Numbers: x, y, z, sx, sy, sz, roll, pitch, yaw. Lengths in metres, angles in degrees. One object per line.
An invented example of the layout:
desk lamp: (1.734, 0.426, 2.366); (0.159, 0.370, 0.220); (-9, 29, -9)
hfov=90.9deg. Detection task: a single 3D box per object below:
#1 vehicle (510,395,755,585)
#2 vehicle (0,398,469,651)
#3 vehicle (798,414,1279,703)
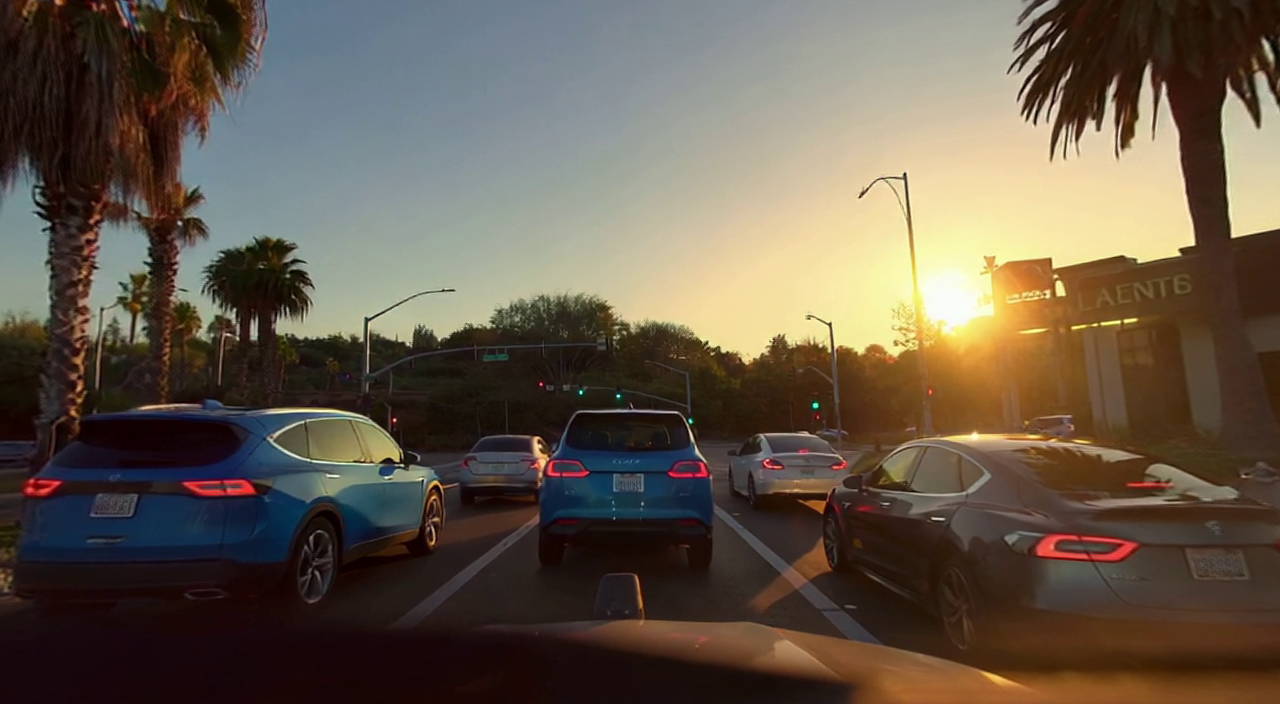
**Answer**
vehicle: (-0.132, 1.604, 8.127); (2.280, 1.747, 4.361); (0, -8, -2)
vehicle: (-3.355, 1.385, 6.158); (2.014, 1.534, 4.455); (0, -8, 1)
vehicle: (2.969, 1.388, 5.355); (2.017, 1.491, 4.611); (0, -8, -1)
